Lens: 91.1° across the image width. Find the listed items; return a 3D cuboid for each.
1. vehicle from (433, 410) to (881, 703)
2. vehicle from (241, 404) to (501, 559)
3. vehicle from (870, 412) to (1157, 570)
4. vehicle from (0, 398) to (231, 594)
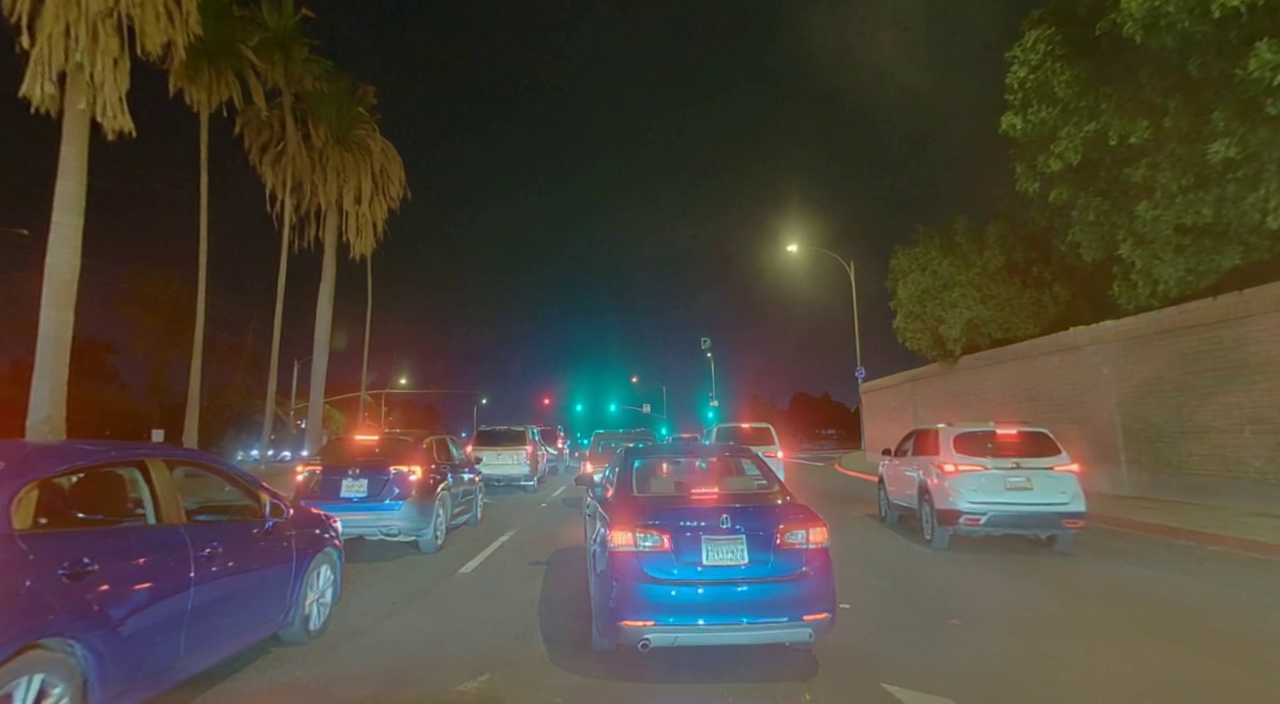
[{"bbox_3d":[0.041,1.340,5.193,2.128,1.473,4.272,0,-8,-1],"label":"vehicle"},{"bbox_3d":[-3.520,1.783,9.275,2.055,1.746,4.136,0,-8,-1],"label":"vehicle"},{"bbox_3d":[4.964,1.871,9.283,2.112,1.717,4.432,-2,-9,10],"label":"vehicle"},{"bbox_3d":[-6.676,1.400,6.382,1.963,1.721,4.662,0,-8,-2],"label":"vehicle"}]
